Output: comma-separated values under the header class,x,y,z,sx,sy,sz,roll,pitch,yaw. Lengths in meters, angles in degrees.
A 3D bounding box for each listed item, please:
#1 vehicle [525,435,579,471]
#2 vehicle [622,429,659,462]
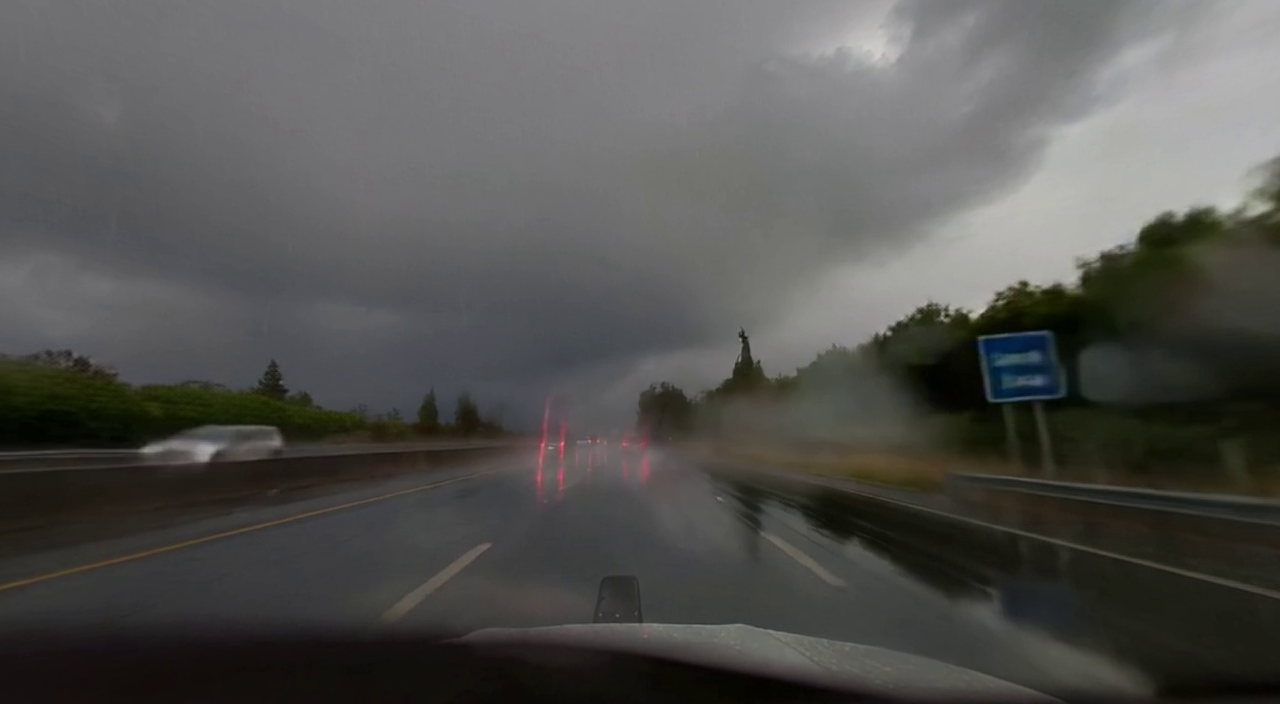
class,x,y,z,sx,sy,sz,roll,pitch,yaw
vehicle,-4.175,4.832,30.376,2.062,1.567,4.117,0,-8,-1
vehicle,-0.056,6.011,40.654,2.223,1.957,4.416,0,-8,-2
